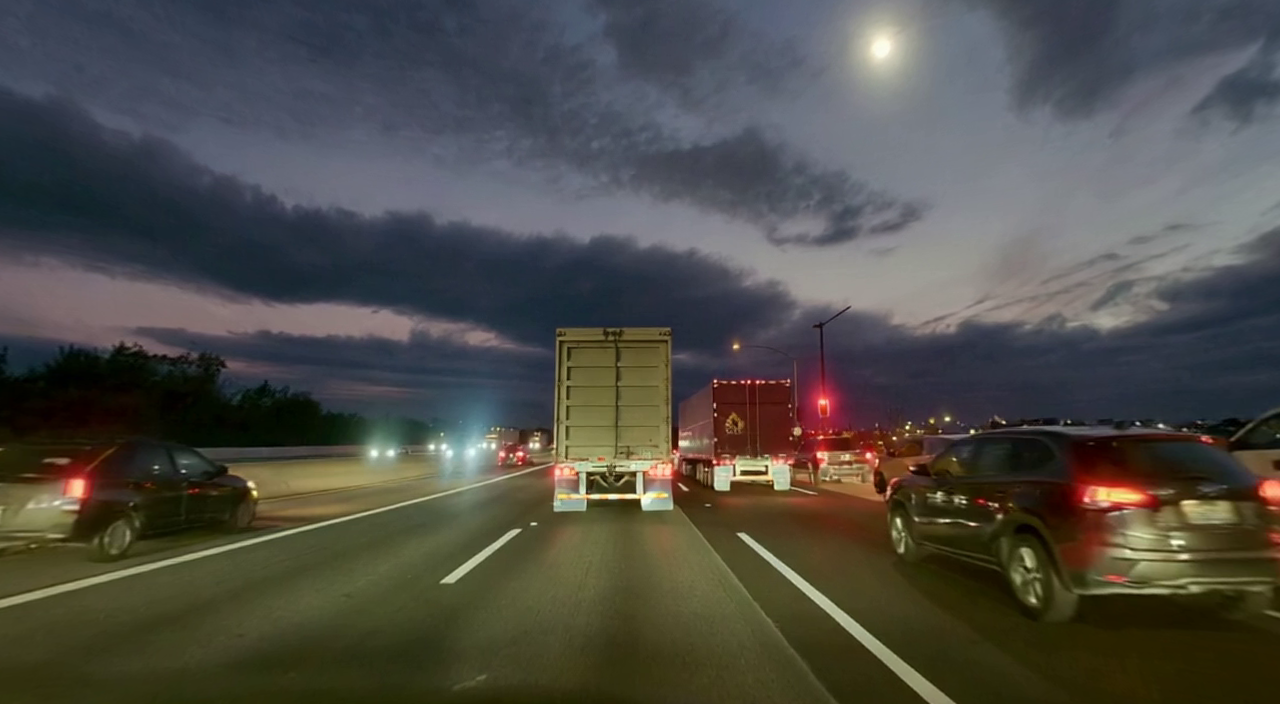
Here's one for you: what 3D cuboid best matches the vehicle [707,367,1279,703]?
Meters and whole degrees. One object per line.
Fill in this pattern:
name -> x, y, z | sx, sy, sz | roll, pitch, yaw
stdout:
vehicle -> 3.424, 2.136, 10.267 | 2.869, 1.940, 14.755 | 0, -9, -1

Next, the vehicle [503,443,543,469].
vehicle -> -8.289, 7.442, 45.247 | 2.088, 1.726, 4.545 | 0, -9, -2

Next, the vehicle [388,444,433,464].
vehicle -> -17.395, 7.748, 48.111 | 1.918, 1.450, 4.441 | 0, -9, -3

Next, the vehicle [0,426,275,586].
vehicle -> -6.958, 1.739, 7.855 | 1.973, 1.471, 4.779 | 0, -9, 0

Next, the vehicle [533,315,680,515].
vehicle -> -0.715, 2.037, 18.169 | 2.906, 4.040, 10.743 | 0, -9, 0

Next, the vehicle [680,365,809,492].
vehicle -> 3.158, 2.734, 21.776 | 2.669, 3.491, 8.645 | 0, -9, -2
